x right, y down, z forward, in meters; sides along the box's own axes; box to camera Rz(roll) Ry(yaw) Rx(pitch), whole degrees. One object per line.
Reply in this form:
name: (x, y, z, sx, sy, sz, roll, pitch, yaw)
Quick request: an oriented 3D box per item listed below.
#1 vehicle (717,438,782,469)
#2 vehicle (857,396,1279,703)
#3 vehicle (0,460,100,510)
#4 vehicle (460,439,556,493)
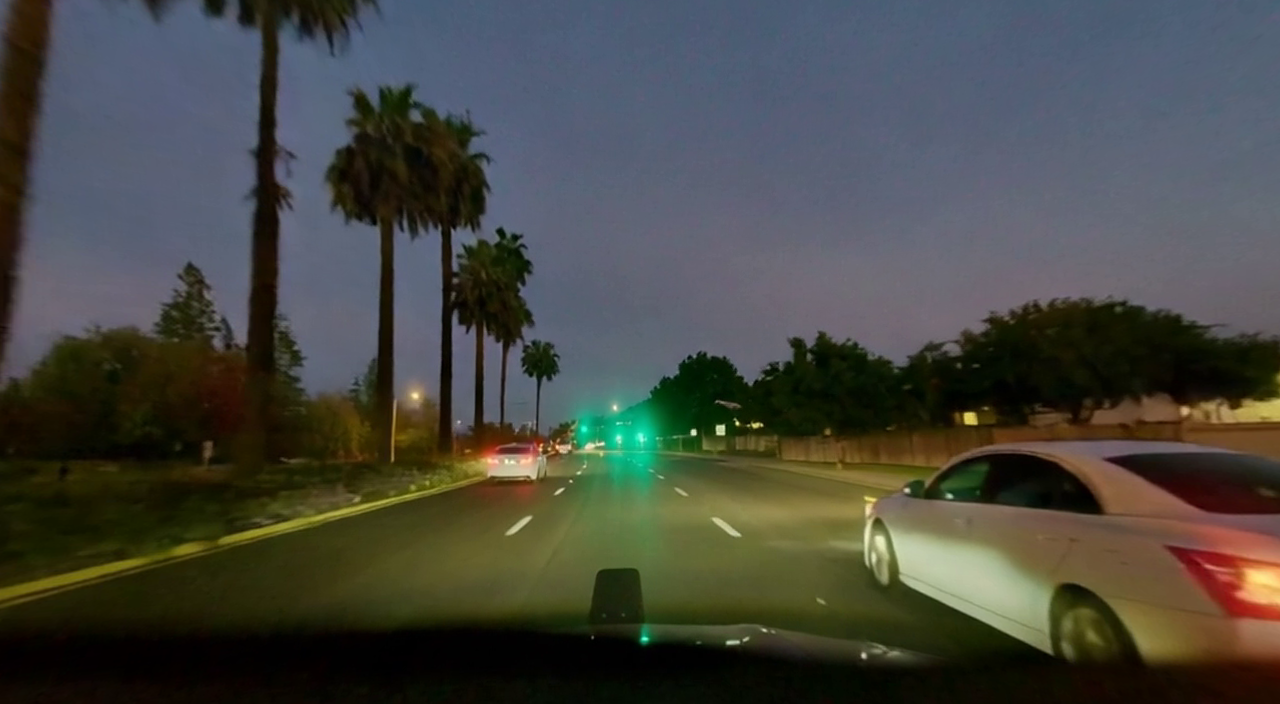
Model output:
vehicle: (5.984, 5.665, 35.356, 2.169, 1.559, 5.849, 0, -9, -4)
vehicle: (3.023, 1.056, 3.357, 1.941, 1.424, 4.720, 0, -9, -2)
vehicle: (-21.485, 4.575, 21.585, 2.191, 1.482, 4.661, -4, -8, -3)
vehicle: (-3.970, 3.510, 19.847, 2.108, 1.475, 4.555, 0, -9, -1)
